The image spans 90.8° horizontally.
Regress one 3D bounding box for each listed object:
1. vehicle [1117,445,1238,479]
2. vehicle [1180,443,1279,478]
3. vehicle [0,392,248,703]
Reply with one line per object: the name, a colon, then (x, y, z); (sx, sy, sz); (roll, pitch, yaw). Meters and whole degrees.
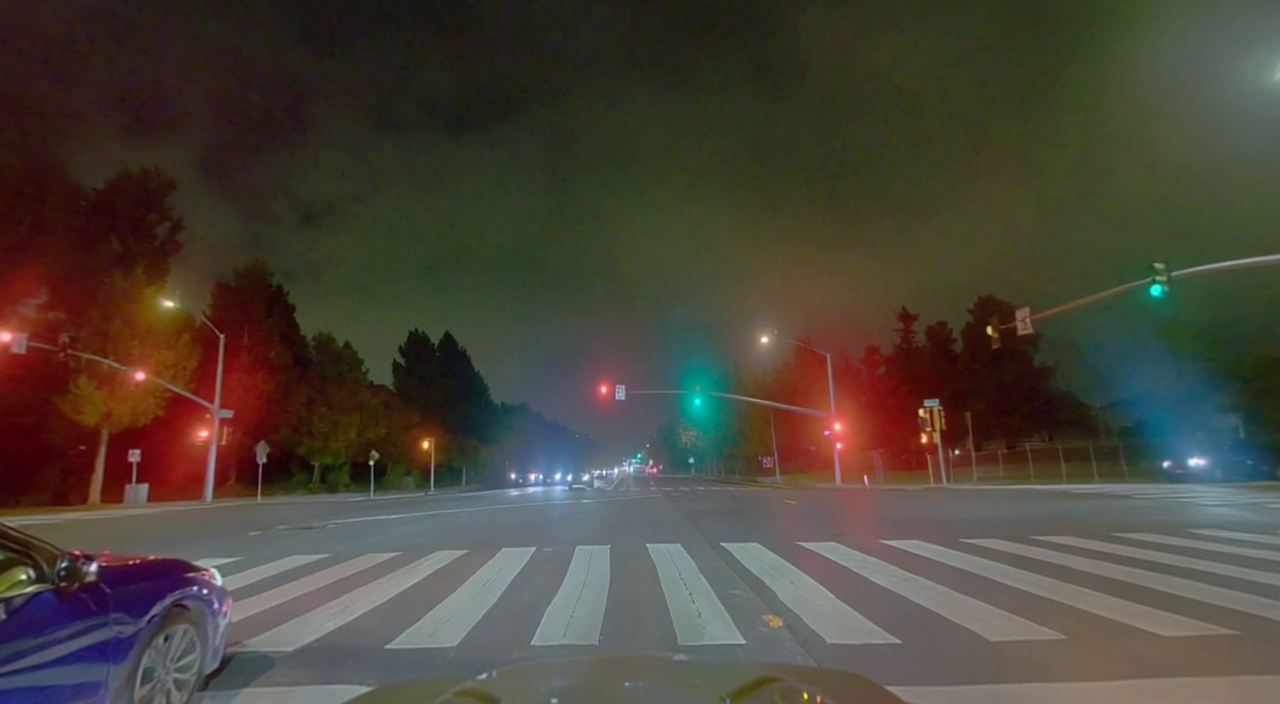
vehicle: (25.095, 5.106, 29.563); (4.123, 1.469, 1.790); (0, -8, -5)
vehicle: (25.685, 4.536, 26.579); (4.347, 1.411, 1.784); (0, -9, -3)
vehicle: (-2.992, 0.785, 1.260); (1.969, 1.513, 3.773); (0, -9, 0)
